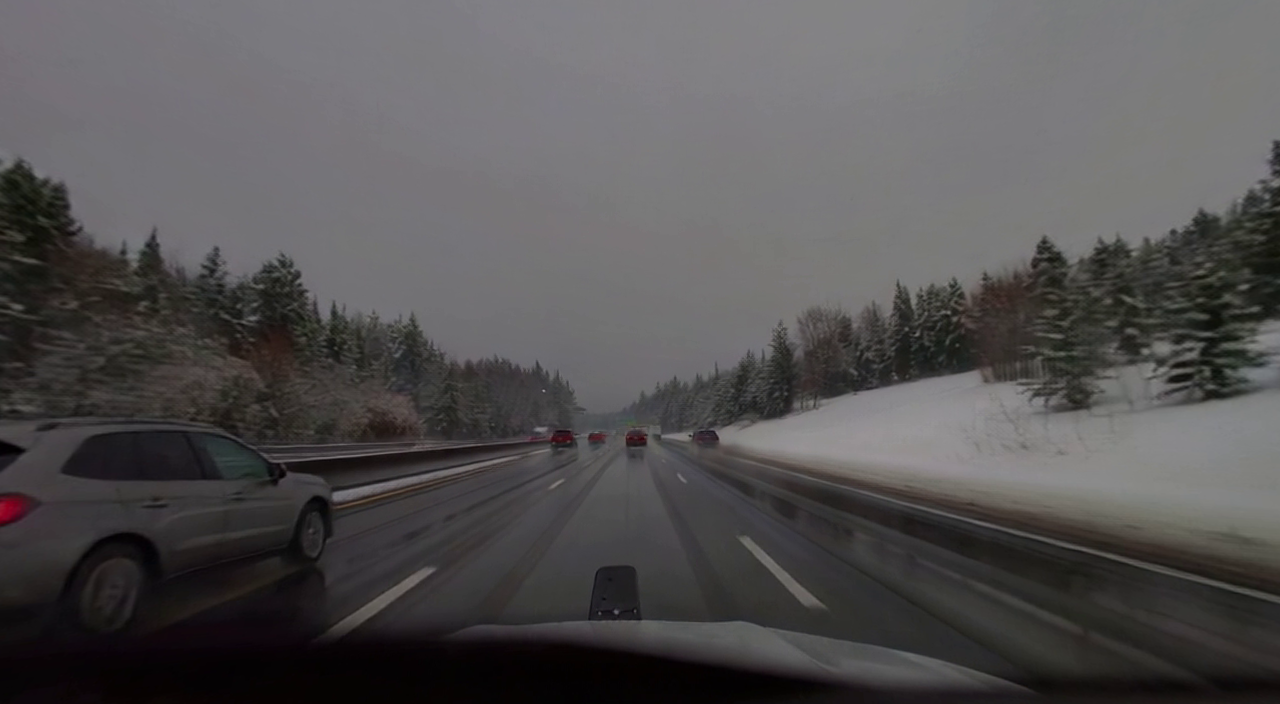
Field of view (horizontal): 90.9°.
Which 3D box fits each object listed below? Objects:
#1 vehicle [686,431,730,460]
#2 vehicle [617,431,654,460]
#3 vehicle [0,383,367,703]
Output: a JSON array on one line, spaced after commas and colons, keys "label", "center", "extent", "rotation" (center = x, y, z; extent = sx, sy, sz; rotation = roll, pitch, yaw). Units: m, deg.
[{"label": "vehicle", "center": [3.701, 5.122, 34.857], "extent": [1.841, 1.491, 3.869], "rotation": [0, -8, -2]}, {"label": "vehicle", "center": [-0.273, 4.931, 33.510], "extent": [1.869, 1.466, 3.356], "rotation": [0, -8, -1]}, {"label": "vehicle", "center": [-3.969, 1.108, 4.418], "extent": [2.023, 1.512, 4.804], "rotation": [0, -8, -1]}]
